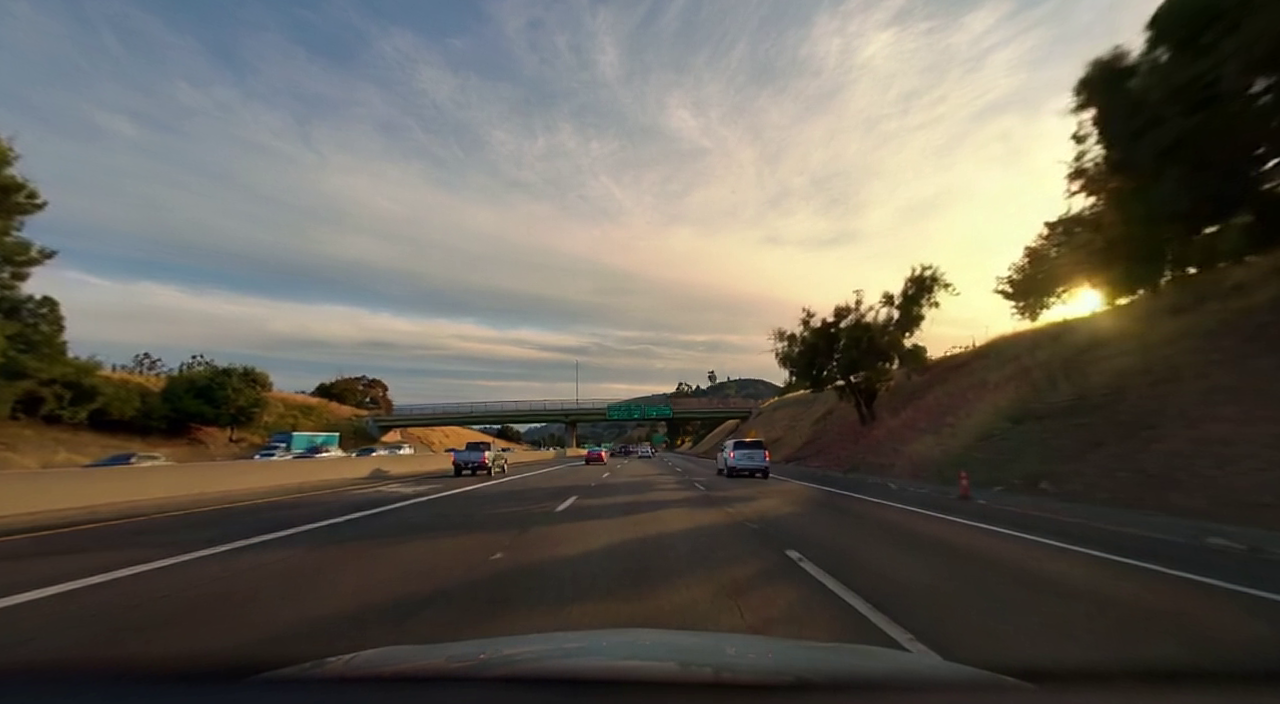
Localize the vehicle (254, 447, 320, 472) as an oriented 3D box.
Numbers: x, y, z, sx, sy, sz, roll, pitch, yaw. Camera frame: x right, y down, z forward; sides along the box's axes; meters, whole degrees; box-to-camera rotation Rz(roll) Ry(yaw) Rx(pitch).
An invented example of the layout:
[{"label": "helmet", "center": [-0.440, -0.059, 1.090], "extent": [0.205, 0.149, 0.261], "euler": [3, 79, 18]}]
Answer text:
[{"label": "vehicle", "center": [-25.276, 7.690, 45.317], "extent": [1.980, 1.634, 4.800], "euler": [0, -9, 0]}]

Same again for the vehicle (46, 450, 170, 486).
[{"label": "vehicle", "center": [-24.807, 5.384, 29.626], "extent": [1.892, 1.545, 4.448], "euler": [0, -9, 0]}]

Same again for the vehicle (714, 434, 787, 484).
[{"label": "vehicle", "center": [4.124, 4.081, 24.281], "extent": [1.990, 1.735, 4.276], "euler": [0, -9, 0]}]

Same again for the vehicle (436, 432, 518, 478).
[{"label": "vehicle", "center": [-7.614, 4.916, 30.186], "extent": [2.341, 1.959, 5.684], "euler": [0, -9, 1]}]

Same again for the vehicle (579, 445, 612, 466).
[{"label": "vehicle", "center": [-3.301, 7.825, 47.664], "extent": [2.067, 1.528, 4.551], "euler": [0, -9, 1]}]
